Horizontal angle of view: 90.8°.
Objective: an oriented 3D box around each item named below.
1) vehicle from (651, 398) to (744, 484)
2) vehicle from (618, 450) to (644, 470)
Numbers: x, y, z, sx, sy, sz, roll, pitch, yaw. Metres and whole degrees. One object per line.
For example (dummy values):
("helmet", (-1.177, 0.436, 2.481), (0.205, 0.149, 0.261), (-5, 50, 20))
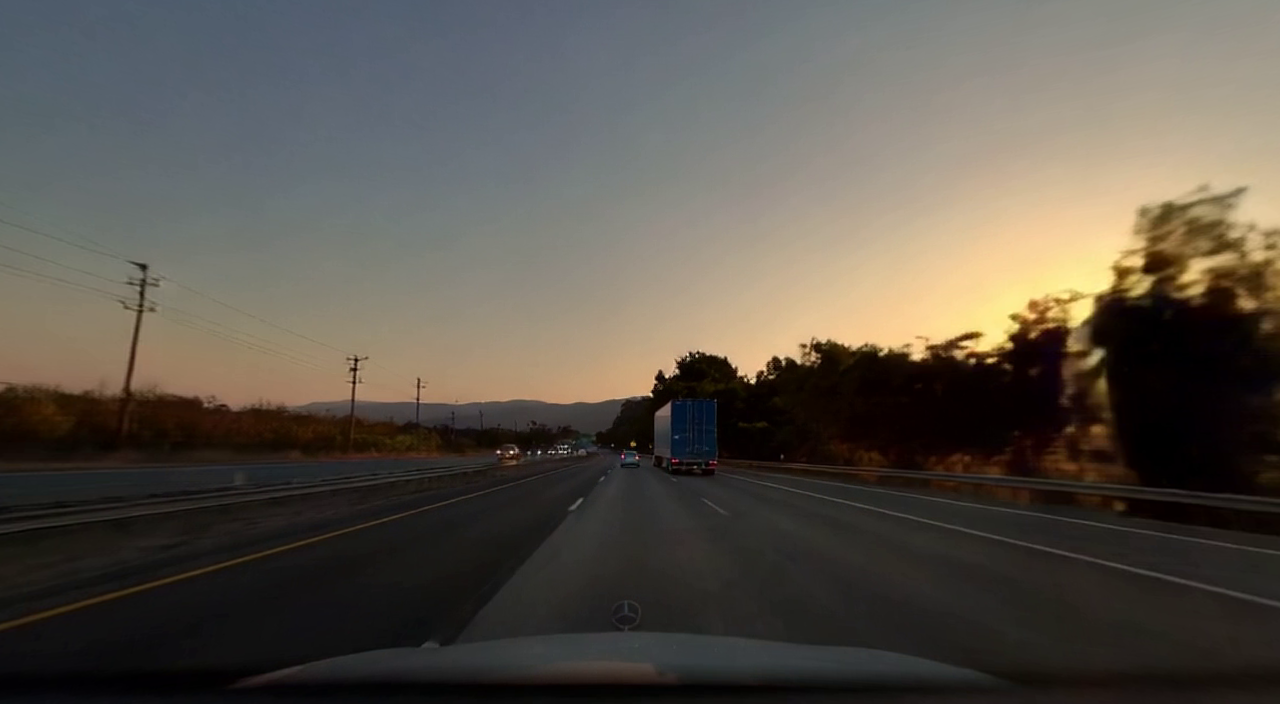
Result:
("vehicle", (2.960, 5.604, 39.026), (3.462, 4.177, 16.311), (0, -9, -3))
("vehicle", (-0.693, 8.383, 49.135), (1.898, 1.438, 4.053), (0, -9, -1))
